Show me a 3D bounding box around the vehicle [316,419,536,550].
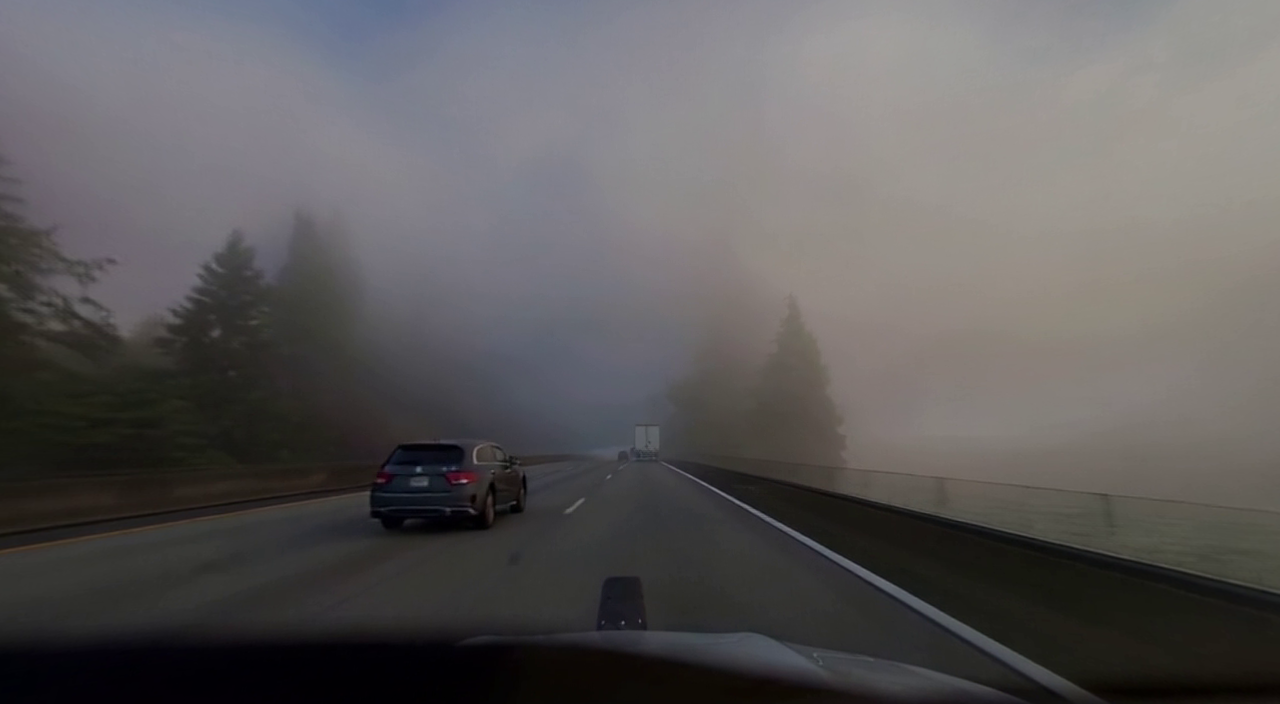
[{"bbox_3d":[-3.180,2.088,10.590,2.017,1.680,4.636,0,-9,0],"label":"vehicle"}]
